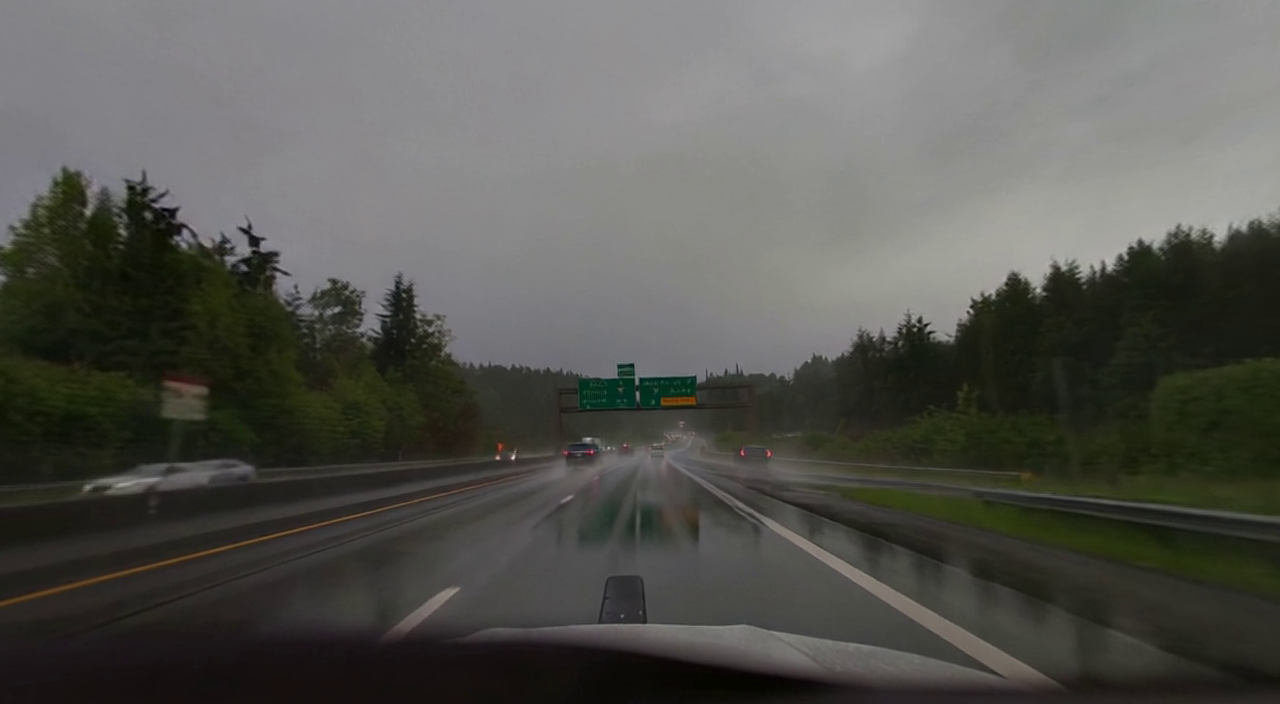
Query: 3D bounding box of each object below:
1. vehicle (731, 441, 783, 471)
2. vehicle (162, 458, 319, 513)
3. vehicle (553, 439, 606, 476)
[{"bbox_3d":[6.942,6.217,37.901,2.021,1.639,4.203,1,-9,-5],"label":"vehicle"},{"bbox_3d":[-11.914,3.982,19.245,1.906,1.402,4.289,0,-9,1],"label":"vehicle"},{"bbox_3d":[-2.807,5.031,30.250,2.037,1.638,4.274,0,-9,1],"label":"vehicle"}]
